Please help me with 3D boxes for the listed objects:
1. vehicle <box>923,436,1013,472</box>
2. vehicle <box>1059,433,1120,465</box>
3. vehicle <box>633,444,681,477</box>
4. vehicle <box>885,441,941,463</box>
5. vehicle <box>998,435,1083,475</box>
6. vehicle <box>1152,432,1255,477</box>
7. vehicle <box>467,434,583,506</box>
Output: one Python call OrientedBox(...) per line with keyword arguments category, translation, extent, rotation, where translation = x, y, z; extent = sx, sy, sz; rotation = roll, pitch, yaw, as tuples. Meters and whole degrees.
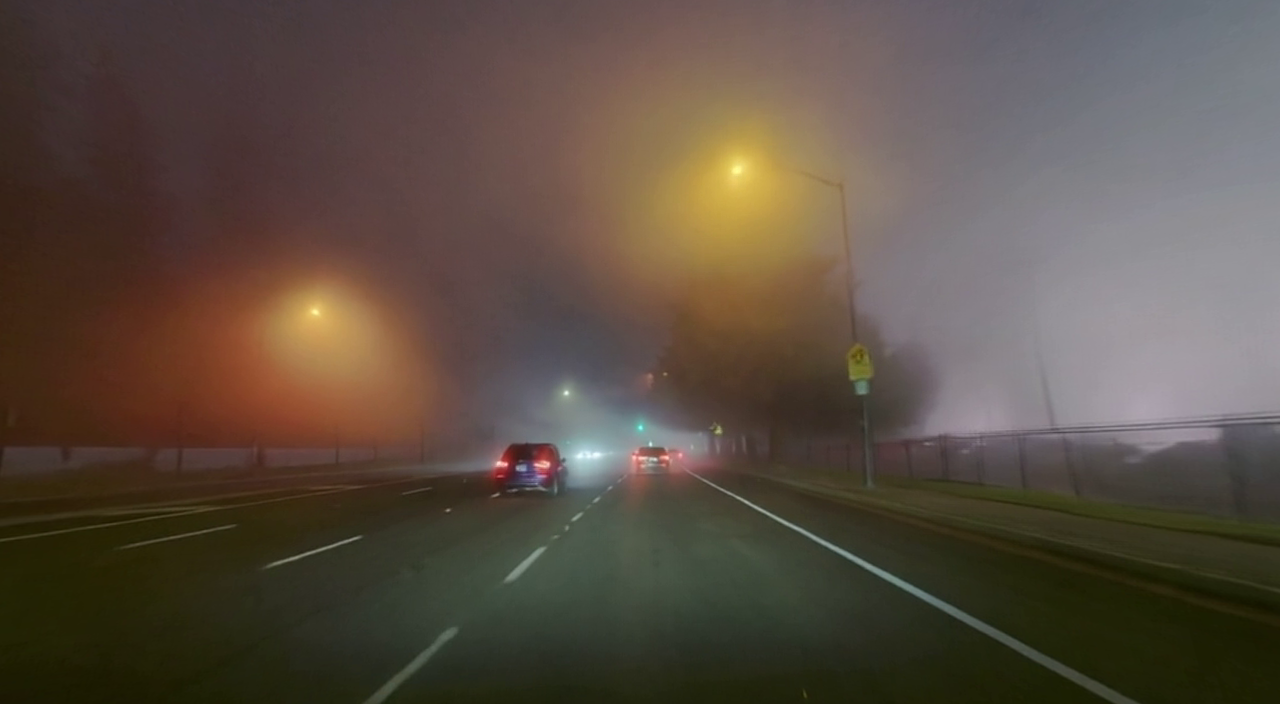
OrientedBox(category="vehicle", translation=(14.633, 4.498, 28.073), extent=(4.830, 1.459, 2.041), rotation=(8, -12, -44))
OrientedBox(category="vehicle", translation=(26.548, 5.684, 37.253), extent=(4.534, 1.729, 1.975), rotation=(7, -10, -44))
OrientedBox(category="vehicle", translation=(0.836, 5.275, 30.902), extent=(2.147, 1.474, 4.083), rotation=(0, -8, 2))
OrientedBox(category="vehicle", translation=(19.146, 6.978, 44.205), extent=(4.404, 1.469, 1.947), rotation=(8, -12, -43))
OrientedBox(category="vehicle", translation=(16.185, 4.112, 25.435), extent=(2.131, 1.437, 4.325), rotation=(-7, -11, 41))
OrientedBox(category="vehicle", translation=(19.681, 3.533, 21.984), extent=(4.562, 1.392, 2.048), rotation=(7, -11, -41))
OrientedBox(category="vehicle", translation=(-2.949, 3.137, 17.309), extent=(2.105, 1.676, 4.541), rotation=(-1, -8, 3))
